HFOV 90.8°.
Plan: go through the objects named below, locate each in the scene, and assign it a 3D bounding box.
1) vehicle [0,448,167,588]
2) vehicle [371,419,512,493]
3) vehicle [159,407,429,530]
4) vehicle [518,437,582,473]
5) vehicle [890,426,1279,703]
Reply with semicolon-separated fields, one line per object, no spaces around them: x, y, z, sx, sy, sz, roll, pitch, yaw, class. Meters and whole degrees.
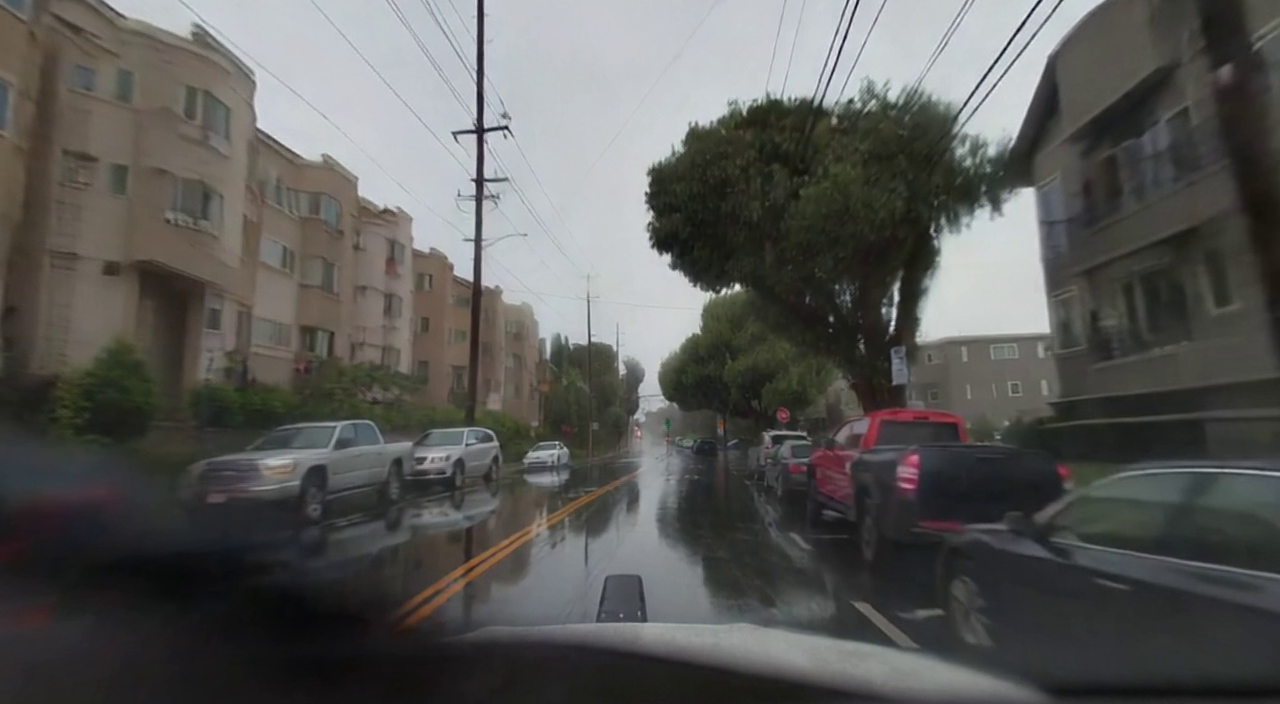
-7.512;1.749;6.683;1.823;1.407;4.125;0;-8;-1;vehicle
-5.738;3.090;19.192;2.158;1.929;5.184;-1;-8;6;vehicle
-6.493;2.268;12.919;2.270;1.881;5.412;-3;-8;3;vehicle
-4.269;4.934;30.551;1.922;1.505;4.502;-4;-8;6;vehicle
2.974;1.088;2.843;1.875;1.441;4.445;0;-8;0;vehicle
